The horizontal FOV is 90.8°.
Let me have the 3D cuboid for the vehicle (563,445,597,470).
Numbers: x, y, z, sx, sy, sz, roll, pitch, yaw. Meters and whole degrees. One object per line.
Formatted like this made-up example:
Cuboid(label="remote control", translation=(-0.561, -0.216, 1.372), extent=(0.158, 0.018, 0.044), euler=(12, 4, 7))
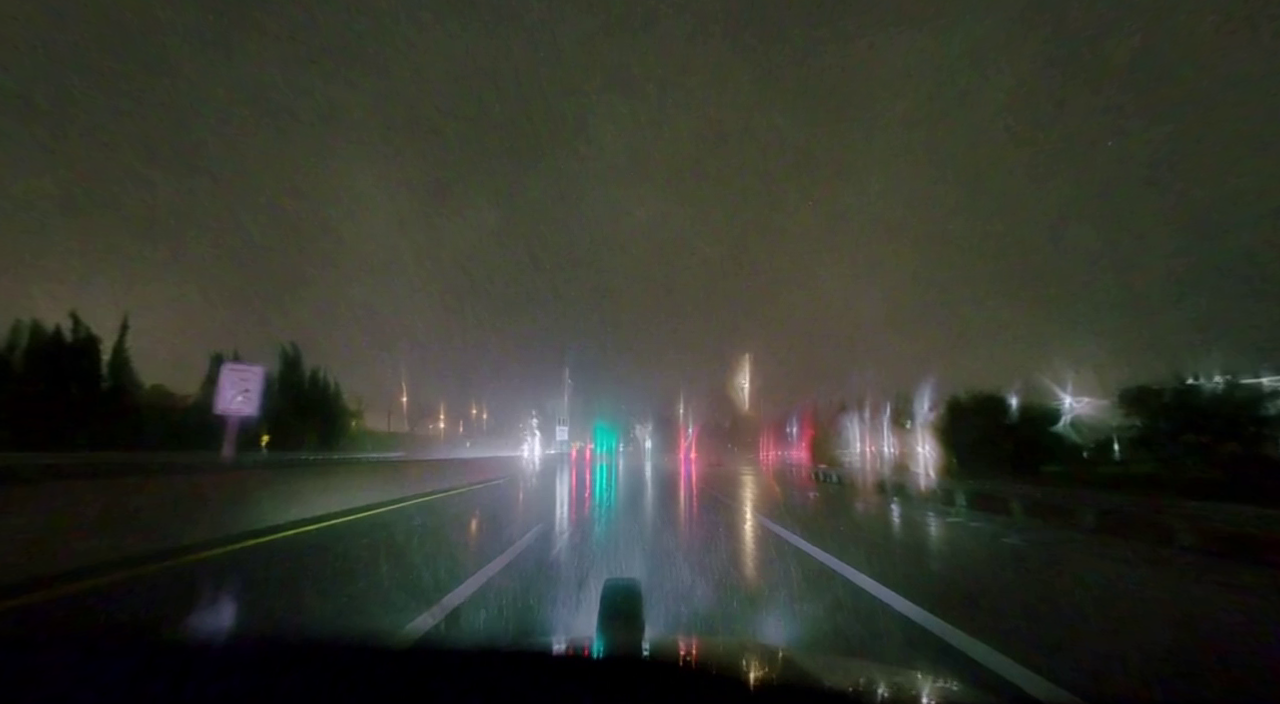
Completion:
Cuboid(label="vehicle", translation=(-3.813, 6.752, 40.499), extent=(1.835, 1.531, 3.811), euler=(0, -9, -1))
